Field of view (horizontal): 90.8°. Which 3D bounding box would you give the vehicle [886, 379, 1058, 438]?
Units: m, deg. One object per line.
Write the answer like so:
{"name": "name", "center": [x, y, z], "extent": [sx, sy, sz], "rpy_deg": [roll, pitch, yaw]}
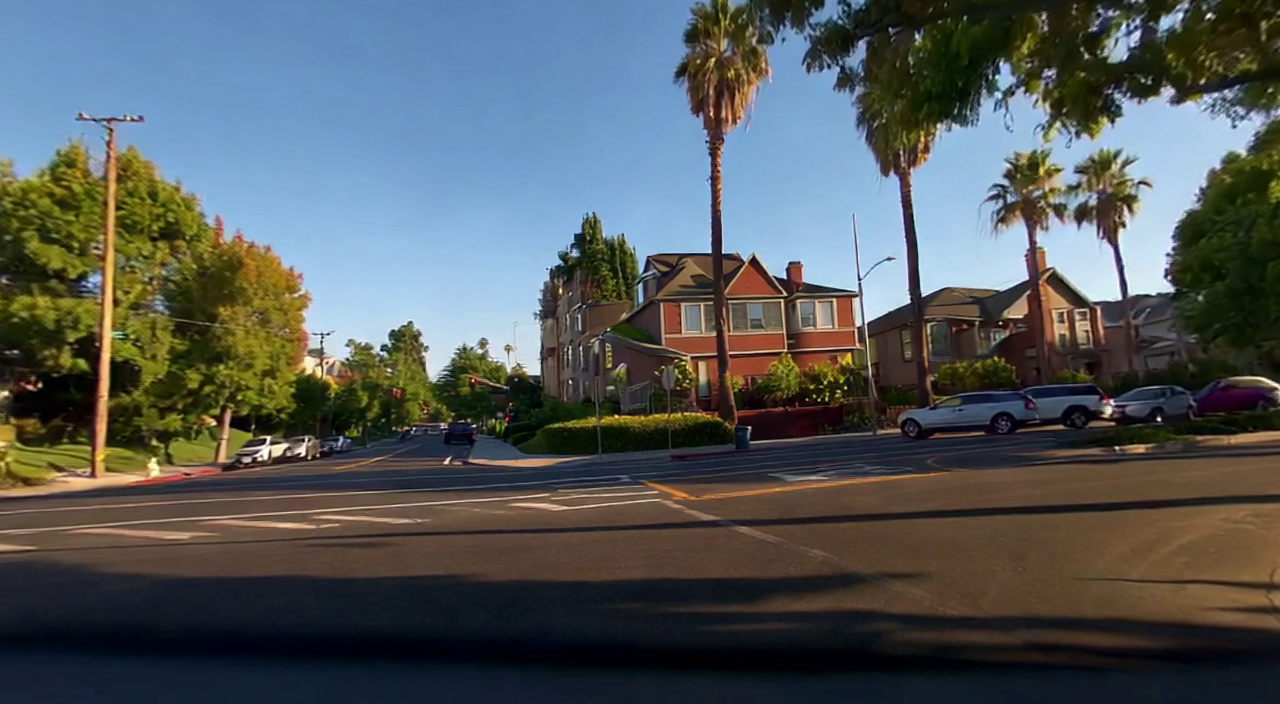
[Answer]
{"name": "vehicle", "center": [11.389, 2.097, 22.103], "extent": [1.998, 1.752, 4.866], "rpy_deg": [5, -10, -32]}

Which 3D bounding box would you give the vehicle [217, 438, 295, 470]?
{"name": "vehicle", "center": [-19.650, 5.229, 32.578], "extent": [2.118, 1.526, 4.727], "rpy_deg": [2, -9, -15]}

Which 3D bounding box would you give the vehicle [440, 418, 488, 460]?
{"name": "vehicle", "center": [-9.122, 4.530, 32.784], "extent": [2.154, 2.035, 4.261], "rpy_deg": [2, -9, -16]}

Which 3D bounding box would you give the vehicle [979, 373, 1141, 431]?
{"name": "vehicle", "center": [14.916, 1.893, 22.688], "extent": [1.995, 1.772, 4.273], "rpy_deg": [5, -10, -30]}

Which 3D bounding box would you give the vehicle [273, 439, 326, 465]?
{"name": "vehicle", "center": [-21.243, 6.231, 39.538], "extent": [1.795, 1.463, 4.382], "rpy_deg": [2, -9, -14]}

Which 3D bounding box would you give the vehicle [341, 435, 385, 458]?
{"name": "vehicle", "center": [-19.279, 6.585, 44.155], "extent": [2.071, 1.538, 4.428], "rpy_deg": [2, -9, -14]}
